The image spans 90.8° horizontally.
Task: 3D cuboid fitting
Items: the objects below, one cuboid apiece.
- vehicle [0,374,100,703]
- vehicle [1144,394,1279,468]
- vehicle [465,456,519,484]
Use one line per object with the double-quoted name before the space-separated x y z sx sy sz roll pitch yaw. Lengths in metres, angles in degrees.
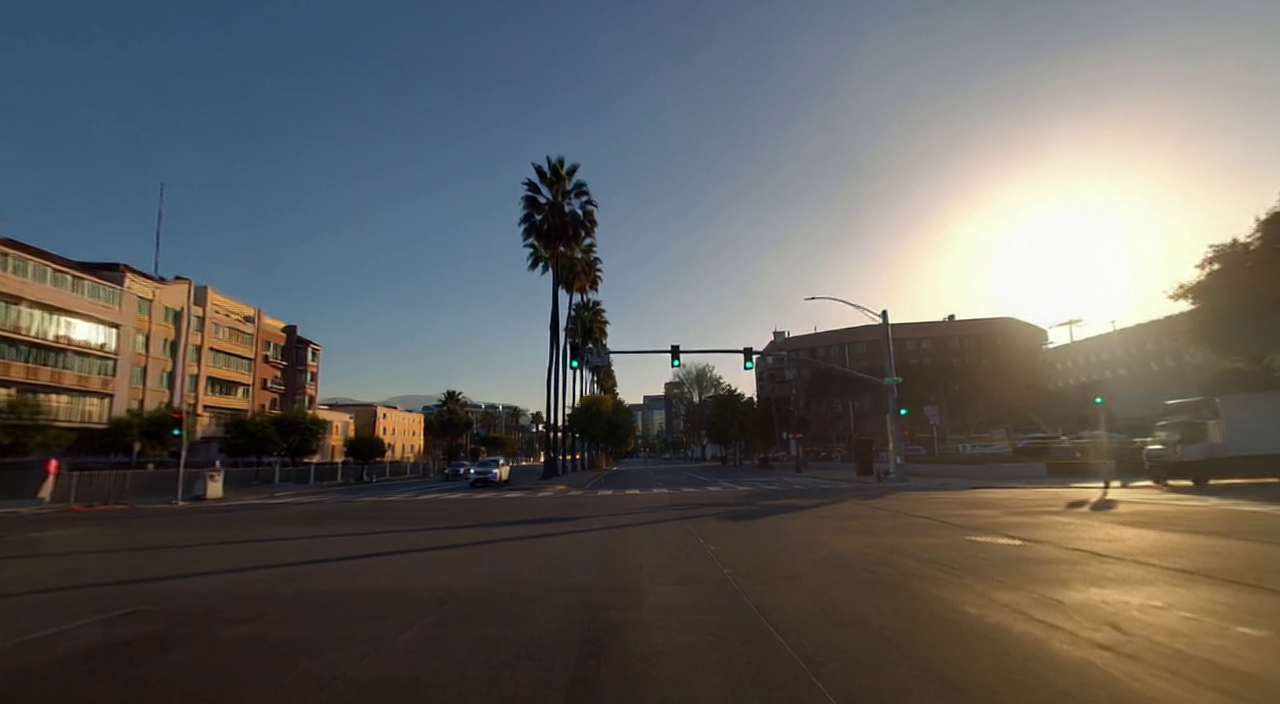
"vehicle" -3.873 0.676 1.059 2.026 1.723 4.832 1 -9 -6
"vehicle" 32.767 4.284 33.720 2.863 3.609 10.252 0 -9 -3
"vehicle" -8.735 6.984 37.608 2.095 1.482 4.523 0 -9 0
